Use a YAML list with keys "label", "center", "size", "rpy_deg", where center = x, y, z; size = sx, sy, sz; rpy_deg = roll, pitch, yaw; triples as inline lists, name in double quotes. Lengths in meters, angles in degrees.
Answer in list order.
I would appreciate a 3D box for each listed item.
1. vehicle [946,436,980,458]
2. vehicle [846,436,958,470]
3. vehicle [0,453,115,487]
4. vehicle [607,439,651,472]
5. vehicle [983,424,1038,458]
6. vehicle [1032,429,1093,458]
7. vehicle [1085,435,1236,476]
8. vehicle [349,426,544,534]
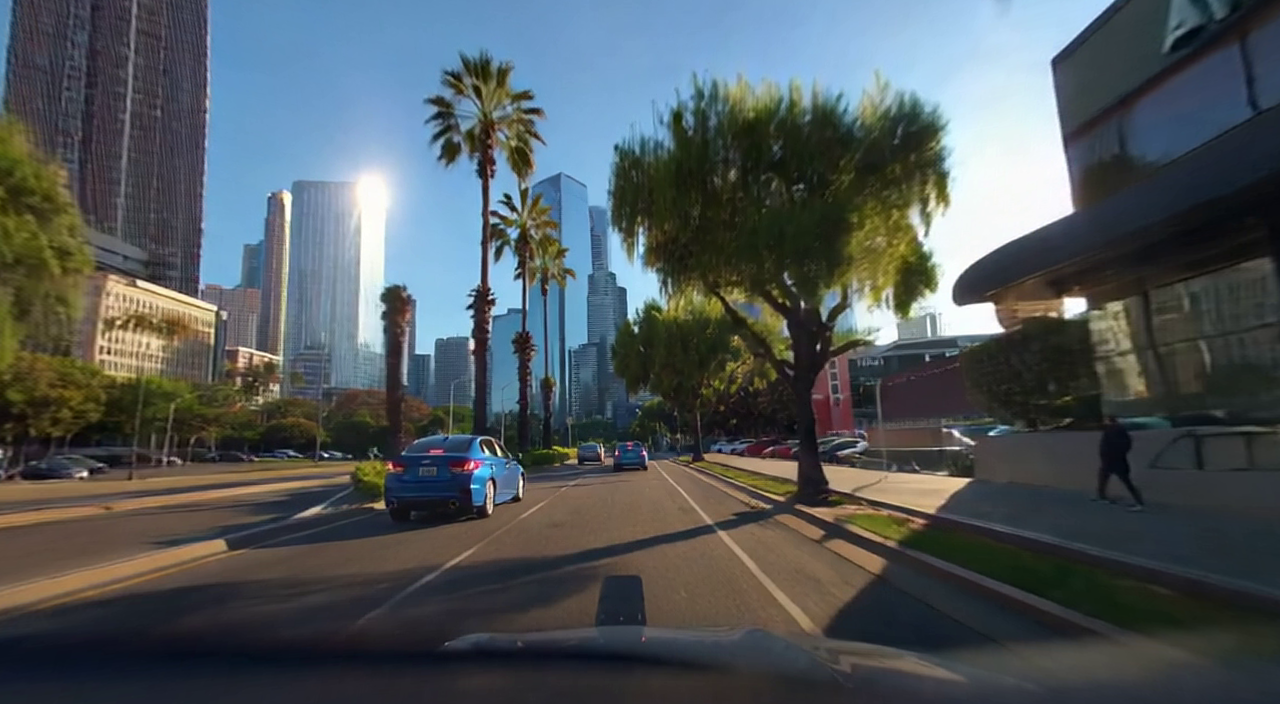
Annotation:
- label: "vehicle"
  center: [23.808, 6.997, 46.647]
  size: [1.842, 1.501, 3.588]
  rpy_deg: [-4, -9, 23]
- label: "vehicle"
  center: [13.159, 5.087, 31.865]
  size: [4.749, 1.522, 1.905]
  rpy_deg: [-1, -9, -3]
- label: "vehicle"
  center: [-30.770, 6.188, 33.437]
  size: [1.888, 1.625, 4.699]
  rpy_deg: [0, -8, 1]
- label: "vehicle"
  center: [-0.523, 5.021, 30.817]
  size: [2.004, 1.465, 3.713]
  rpy_deg: [0, -8, 0]
- label: "vehicle"
  center: [23.617, 5.712, 40.469]
  size: [2.288, 1.984, 5.526]
  rpy_deg: [-4, -9, 23]
- label: "vehicle"
  center: [26.451, 5.773, 39.730]
  size: [1.982, 1.694, 4.676]
  rpy_deg: [-3, -9, 19]
- label: "vehicle"
  center: [20.546, 4.080, 25.291]
  size: [1.976, 1.431, 4.774]
  rpy_deg: [0, -8, 0]
- label: "vehicle"
  center: [-3.150, 2.183, 11.413]
  size: [2.071, 1.544, 4.383]
  rpy_deg: [0, -8, 1]
